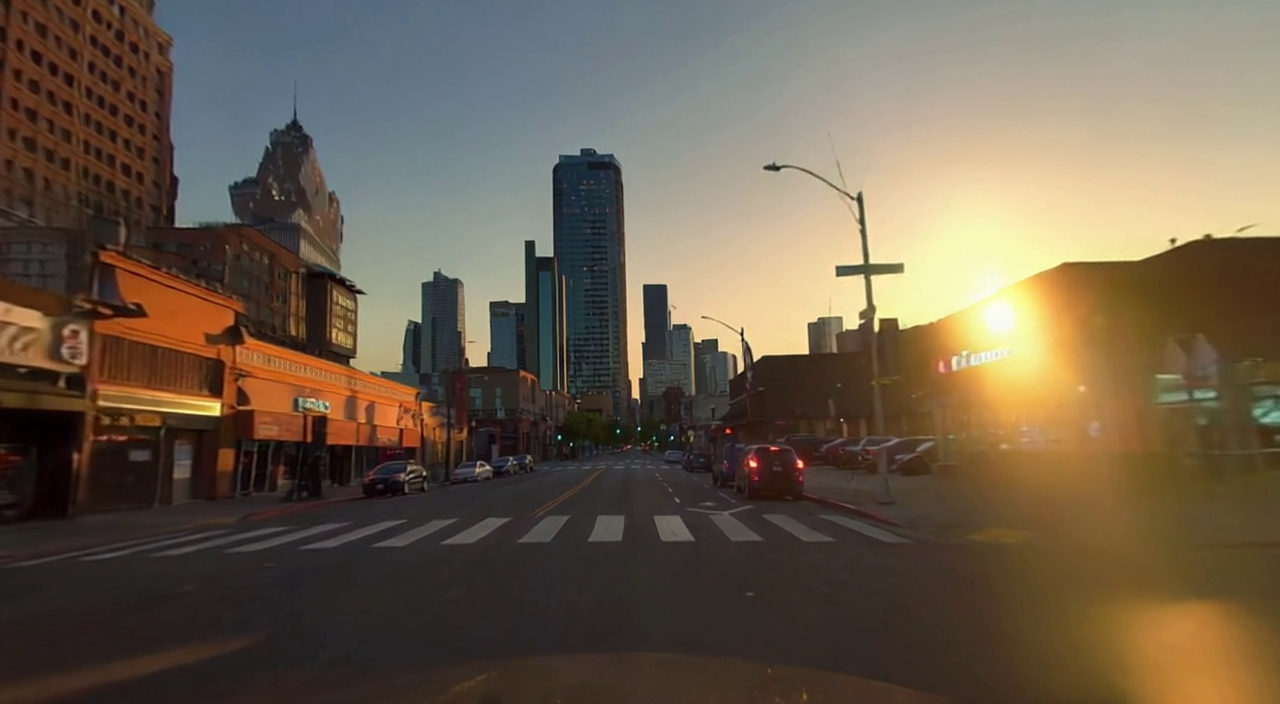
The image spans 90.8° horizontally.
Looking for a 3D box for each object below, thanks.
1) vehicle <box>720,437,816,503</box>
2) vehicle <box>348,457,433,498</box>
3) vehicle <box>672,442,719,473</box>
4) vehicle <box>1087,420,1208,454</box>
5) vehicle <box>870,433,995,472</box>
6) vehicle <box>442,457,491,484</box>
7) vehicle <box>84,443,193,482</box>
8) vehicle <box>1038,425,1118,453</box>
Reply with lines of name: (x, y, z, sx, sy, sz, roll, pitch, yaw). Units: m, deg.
vehicle: (3.829, 3.615, 19.918, 2.118, 1.779, 5.121, 0, -8, 2)
vehicle: (-10.943, 5.514, 28.099, 2.018, 1.553, 4.407, 0, -8, -1)
vehicle: (3.597, 6.974, 42.119, 2.492, 1.909, 5.830, 0, -8, -1)
vehicle: (27.190, 4.614, 33.963, 4.579, 1.735, 2.092, 0, -9, 0)
vehicle: (13.525, 4.679, 29.512, 4.732, 1.746, 2.141, -1, -8, 3)
vehicle: (-10.888, 7.458, 40.039, 1.861, 1.473, 4.633, 0, -8, -1)
vehicle: (-22.474, 4.937, 28.536, 1.778, 1.639, 4.019, 0, -8, -3)
vehicle: (27.022, 5.363, 39.052, 3.666, 1.448, 1.639, -3, -6, 1)
